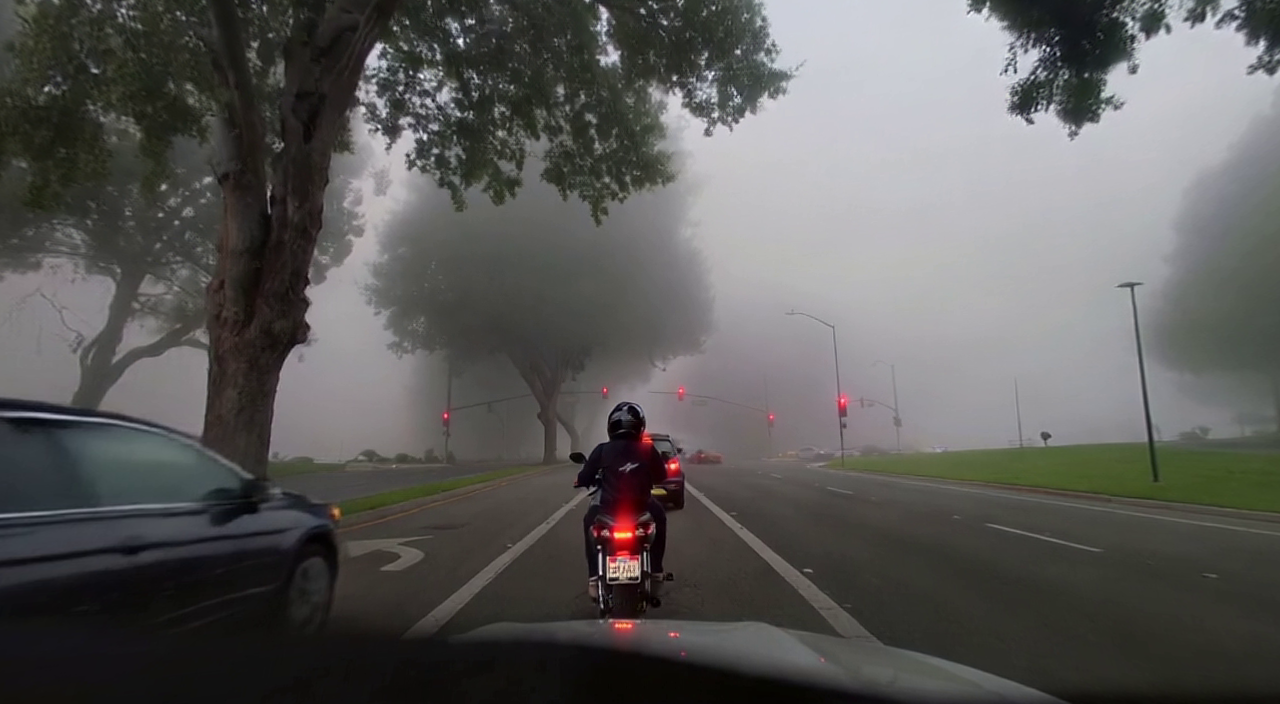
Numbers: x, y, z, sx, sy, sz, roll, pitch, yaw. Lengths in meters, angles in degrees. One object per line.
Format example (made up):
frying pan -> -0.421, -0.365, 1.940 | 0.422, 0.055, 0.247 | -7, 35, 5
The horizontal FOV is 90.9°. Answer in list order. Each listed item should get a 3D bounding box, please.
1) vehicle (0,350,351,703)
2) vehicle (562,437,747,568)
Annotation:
vehicle -> -3.309, 0.852, 2.393 | 2.056, 1.647, 5.045 | 0, -8, 0
vehicle -> 0.124, 2.028, 9.422 | 2.093, 1.450, 4.437 | 0, -8, -1
